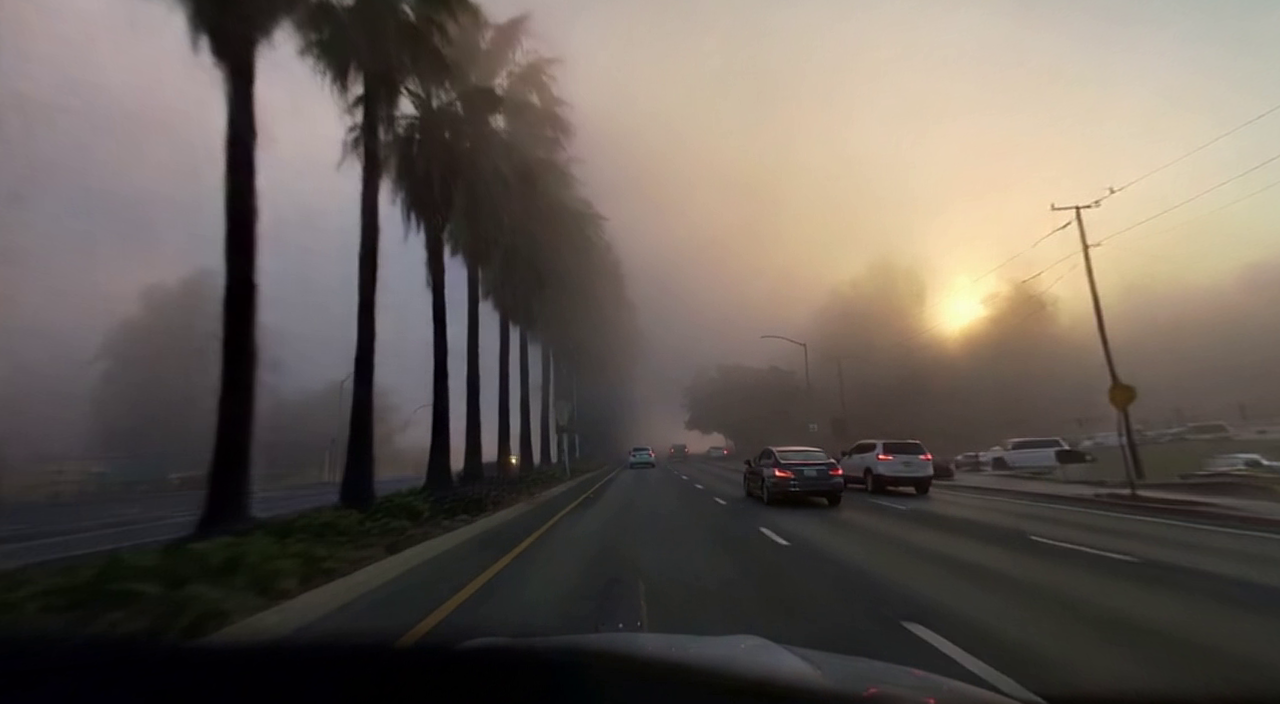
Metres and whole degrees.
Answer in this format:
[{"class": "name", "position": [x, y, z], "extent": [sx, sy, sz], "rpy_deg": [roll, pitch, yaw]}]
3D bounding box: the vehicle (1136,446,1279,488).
[{"class": "vehicle", "position": [21.684, 4.314, 24.132], "extent": [1.854, 1.411, 4.490], "rpy_deg": [0, -9, 0]}]

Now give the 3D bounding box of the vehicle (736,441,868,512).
[{"class": "vehicle", "position": [3.694, 2.911, 15.325], "extent": [1.875, 1.452, 4.453], "rpy_deg": [0, -9, -2]}]

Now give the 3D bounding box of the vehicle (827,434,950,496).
[{"class": "vehicle", "position": [7.355, 3.369, 19.241], "extent": [1.916, 1.646, 4.258], "rpy_deg": [0, -9, -1]}]

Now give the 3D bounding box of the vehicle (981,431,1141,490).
[{"class": "vehicle", "position": [15.185, 3.935, 23.267], "extent": [2.267, 1.881, 5.087], "rpy_deg": [0, -9, -1]}]

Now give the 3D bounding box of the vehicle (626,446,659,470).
[{"class": "vehicle", "position": [0.140, 6.872, 41.268], "extent": [2.031, 1.444, 4.361], "rpy_deg": [0, -8, -1]}]
